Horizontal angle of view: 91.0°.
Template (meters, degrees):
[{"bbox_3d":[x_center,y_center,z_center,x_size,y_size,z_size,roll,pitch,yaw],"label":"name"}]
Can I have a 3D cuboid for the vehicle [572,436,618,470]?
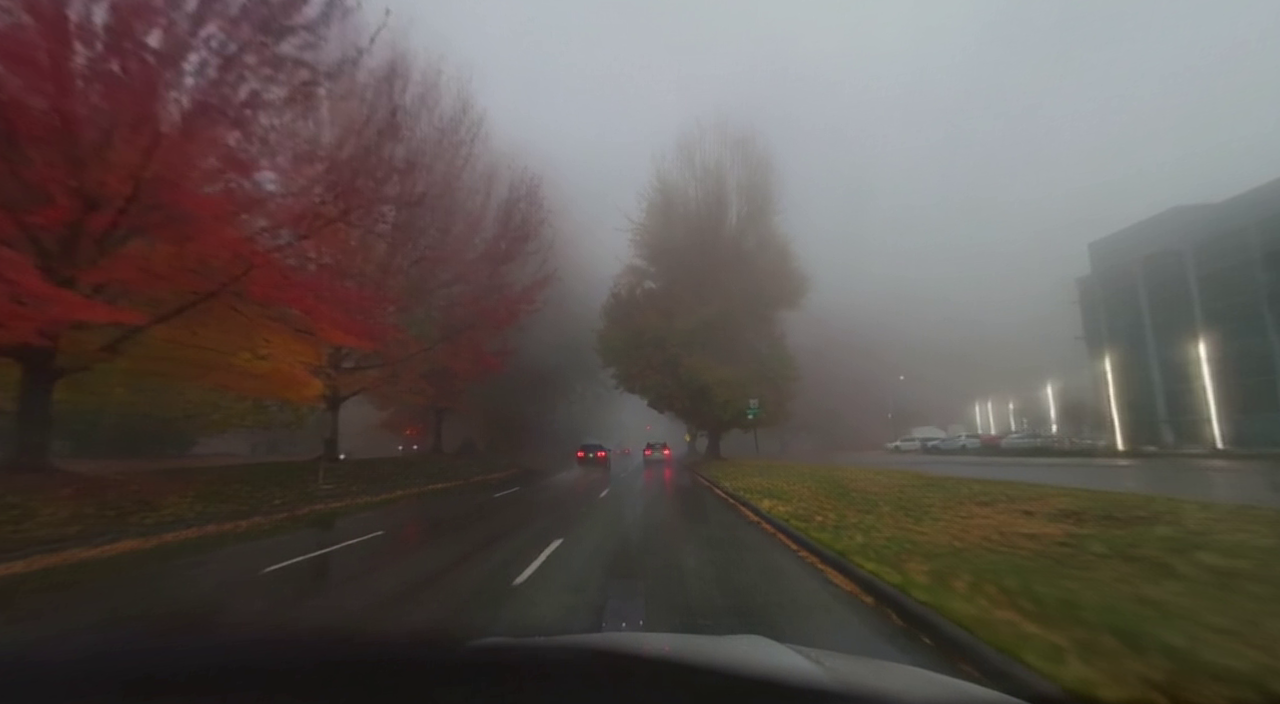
[{"bbox_3d":[-2.405,5.516,34.591,2.197,1.709,4.069,0,-8,1],"label":"vehicle"}]

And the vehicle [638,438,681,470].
[{"bbox_3d":[0.945,5.111,31.726,2.040,1.493,3.682,0,-8,1],"label":"vehicle"}]

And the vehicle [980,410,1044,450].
[{"bbox_3d":[23.709,4.986,40.164,2.673,2.486,2.062,0,-8,0],"label":"vehicle"}]

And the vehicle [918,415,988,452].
[{"bbox_3d":[23.569,6.207,47.577,4.440,2.545,2.105,-6,-10,24],"label":"vehicle"}]
